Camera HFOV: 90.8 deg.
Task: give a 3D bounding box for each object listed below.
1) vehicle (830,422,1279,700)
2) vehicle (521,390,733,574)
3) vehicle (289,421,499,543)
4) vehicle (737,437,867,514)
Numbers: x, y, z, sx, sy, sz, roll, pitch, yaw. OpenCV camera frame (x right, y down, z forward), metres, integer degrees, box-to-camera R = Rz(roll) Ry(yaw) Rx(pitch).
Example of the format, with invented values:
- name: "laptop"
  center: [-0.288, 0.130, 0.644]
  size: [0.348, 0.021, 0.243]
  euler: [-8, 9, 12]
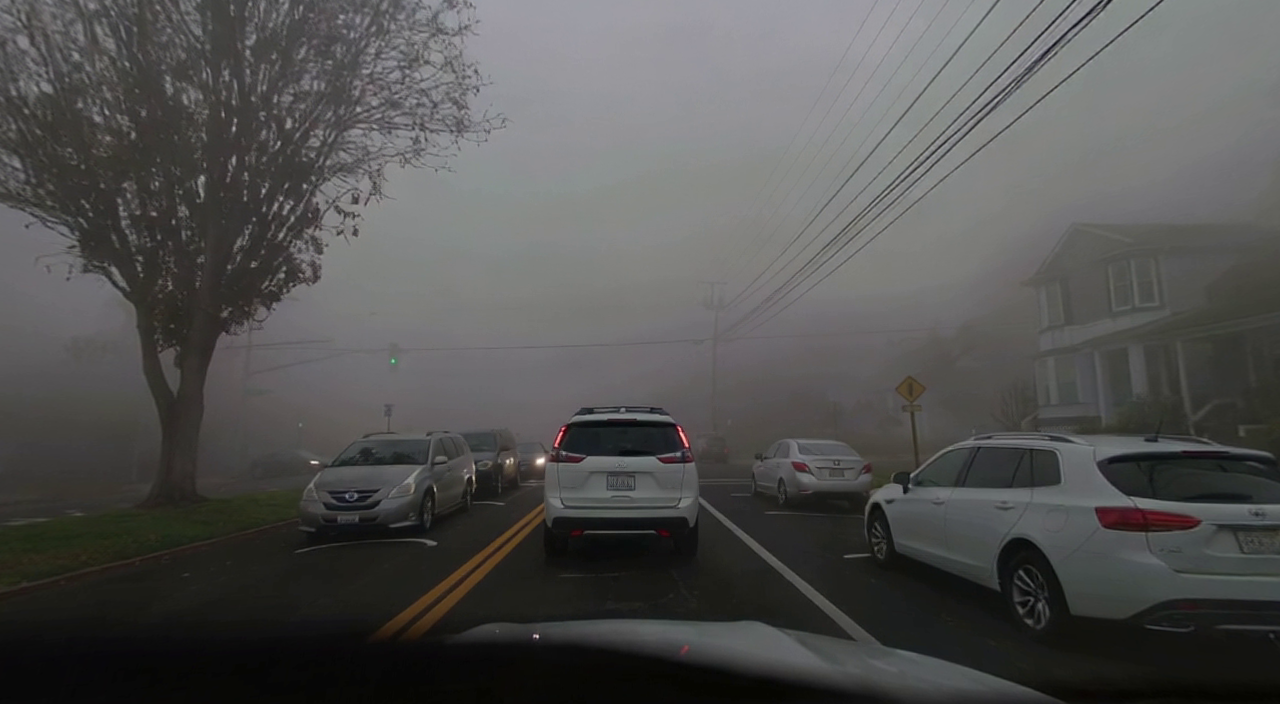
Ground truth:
- name: "vehicle"
  center: [3.472, 1.465, 5.778]
  size: [1.977, 1.480, 4.589]
  euler: [0, -8, -1]
- name: "vehicle"
  center: [-0.216, 1.635, 8.675]
  size: [2.164, 1.867, 4.254]
  euler: [0, -8, -2]
- name: "vehicle"
  center: [-3.721, 2.025, 10.522]
  size: [1.864, 1.576, 4.324]
  euler: [0, -8, -2]
- name: "vehicle"
  center: [3.492, 2.715, 14.408]
  size: [1.880, 1.476, 3.932]
  euler: [0, -8, 0]
